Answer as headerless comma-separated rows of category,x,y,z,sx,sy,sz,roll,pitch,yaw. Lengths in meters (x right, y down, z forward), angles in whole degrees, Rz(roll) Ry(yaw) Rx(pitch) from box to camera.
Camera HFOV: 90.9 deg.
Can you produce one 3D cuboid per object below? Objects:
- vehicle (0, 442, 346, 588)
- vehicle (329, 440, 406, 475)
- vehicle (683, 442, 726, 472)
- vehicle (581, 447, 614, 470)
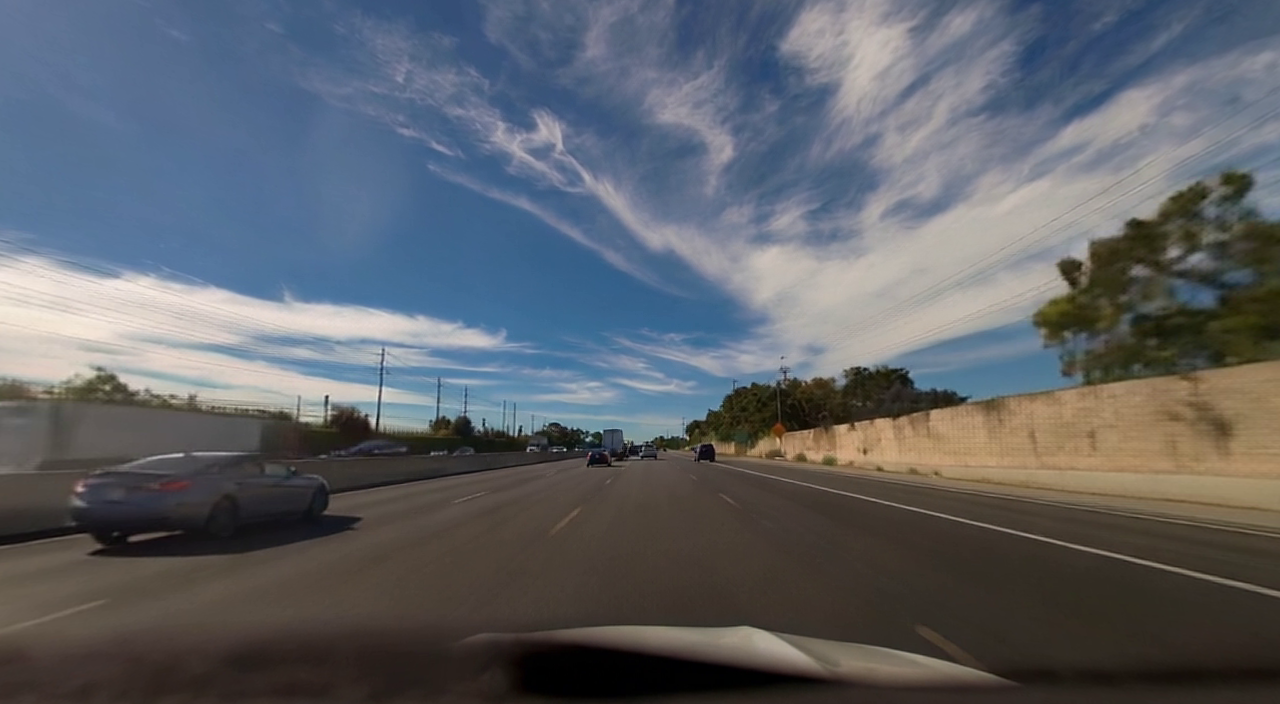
vehicle,-6.467,2.037,8.907,2.127,1.446,5.008,0,-9,1
vehicle,-14.895,5.809,34.783,2.134,1.785,4.629,0,-9,1
vehicle,4.146,6.808,41.105,2.214,1.799,4.627,0,-9,-1
vehicle,-2.892,7.394,43.750,2.004,1.498,4.043,0,-9,0
